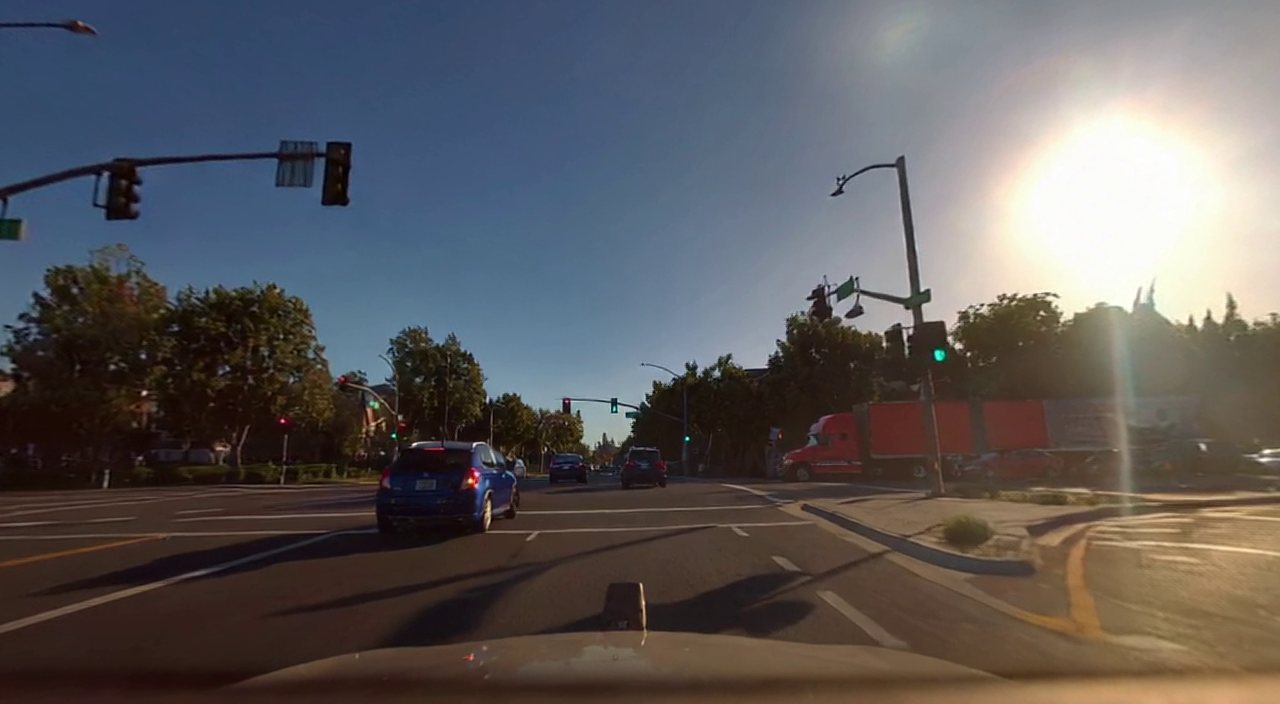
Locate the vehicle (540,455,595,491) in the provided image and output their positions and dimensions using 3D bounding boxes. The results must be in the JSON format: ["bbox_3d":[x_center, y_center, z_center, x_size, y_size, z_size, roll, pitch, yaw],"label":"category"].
[{"bbox_3d":[-3.402,5.749,30.270,2.013,1.474,4.393,0,-8,1],"label":"vehicle"}]

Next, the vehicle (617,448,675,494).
[{"bbox_3d":[0.249,4.770,25.606,2.163,1.678,3.846,0,-8,1],"label":"vehicle"}]

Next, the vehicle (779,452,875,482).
[{"bbox_3d":[10.936,6.810,37.060,4.875,1.473,2.077,-2,-12,-2],"label":"vehicle"}]

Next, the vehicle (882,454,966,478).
[{"bbox_3d":[18.419,7.413,41.027,4.478,1.495,2.063,0,-8,0],"label":"vehicle"}]

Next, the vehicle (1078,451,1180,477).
[{"bbox_3d":[28.928,6.647,37.388,4.365,1.448,1.928,0,-8,1],"label":"vehicle"}]

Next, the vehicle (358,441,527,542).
[{"bbox_3d":[-3.362,2.408,11.512,1.960,1.528,3.490,0,-8,0],"label":"vehicle"}]

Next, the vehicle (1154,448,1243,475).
[{"bbox_3d":[39.776,7.804,44.944,4.580,1.807,1.967,0,-8,-3],"label":"vehicle"}]

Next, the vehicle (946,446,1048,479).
[{"bbox_3d":[21.010,6.533,37.228,4.585,1.681,2.140,-3,-10,0],"label":"vehicle"}]
